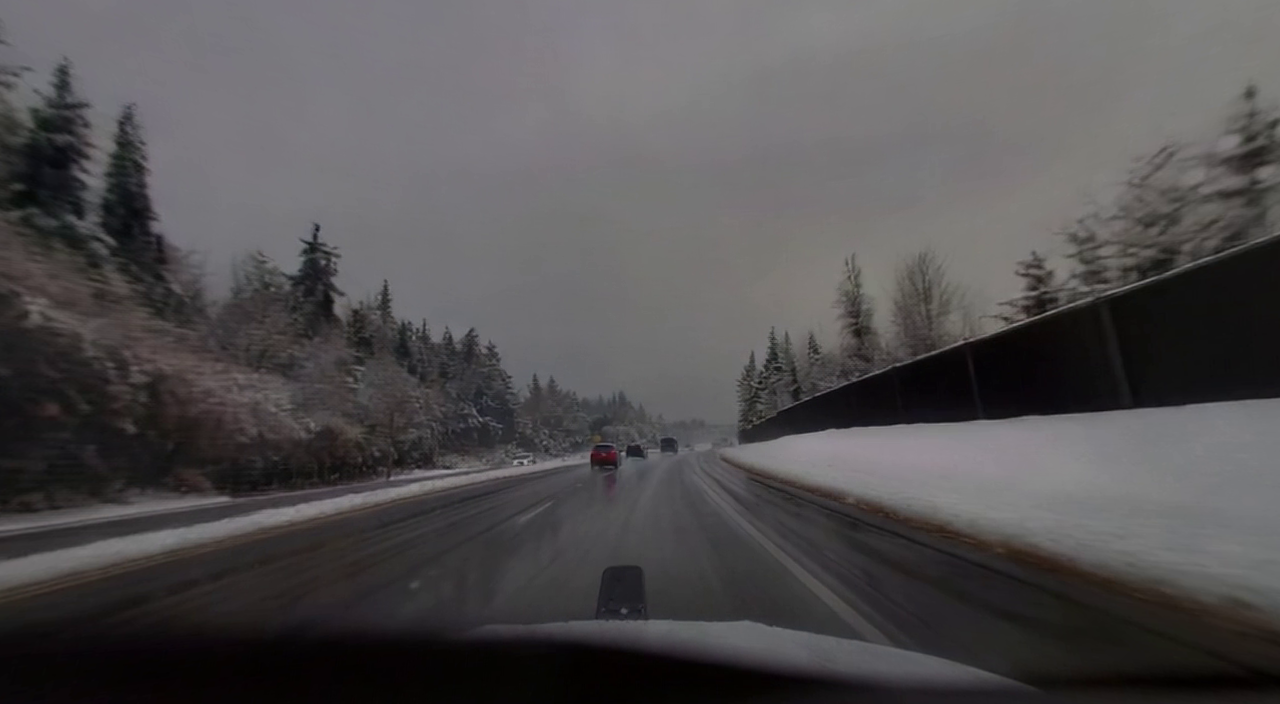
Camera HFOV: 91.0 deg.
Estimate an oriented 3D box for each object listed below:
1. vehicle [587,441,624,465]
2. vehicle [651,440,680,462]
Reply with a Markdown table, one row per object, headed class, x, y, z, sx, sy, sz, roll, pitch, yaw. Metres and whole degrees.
| class | x | y | z | sx | sy | sz | roll | pitch | yaw |
| --- | --- | --- | --- | --- | --- | --- | --- | --- | --- |
| vehicle | -2.202 | 6.600 | 41.360 | 1.985 | 1.518 | 3.847 | -1 | -8 | 4 |
| vehicle | 1.987 | 7.479 | 47.729 | 2.077 | 1.533 | 3.854 | -1 | -8 | 3 |
